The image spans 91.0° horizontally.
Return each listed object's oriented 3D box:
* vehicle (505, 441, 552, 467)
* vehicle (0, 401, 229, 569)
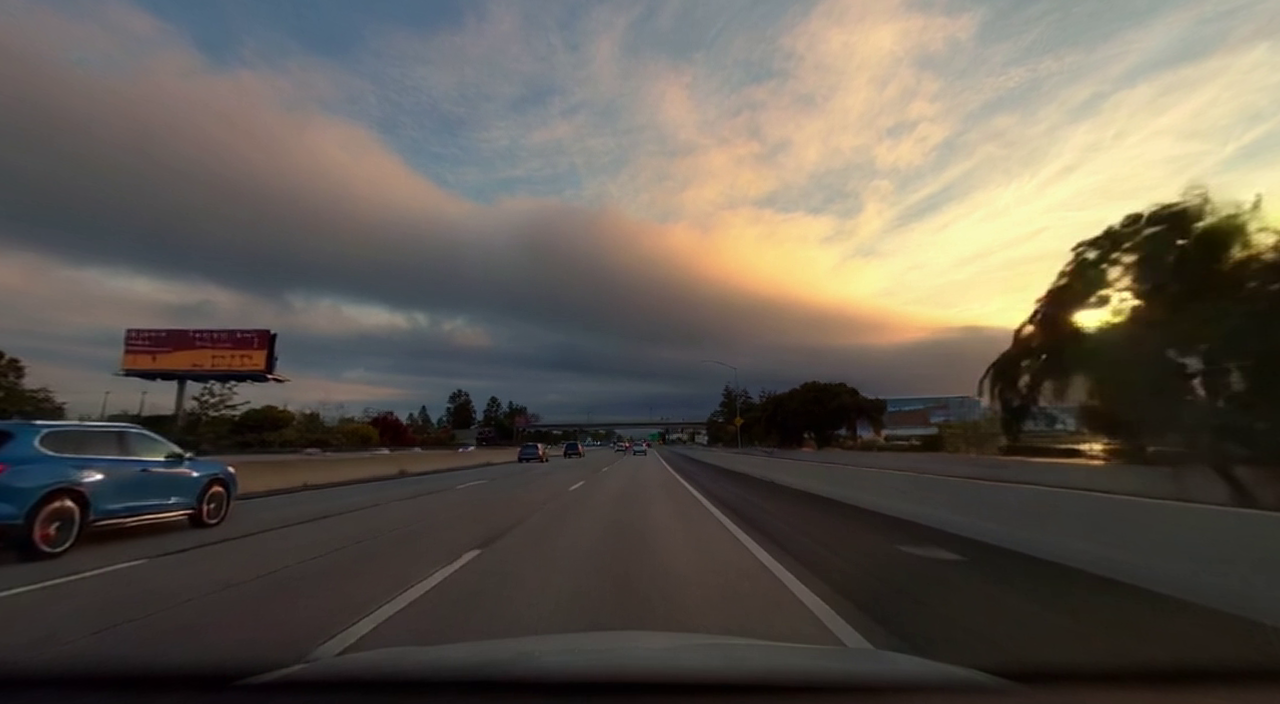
[{"bbox_3d":[-6.954,6.402,39.848,2.008,1.520,4.731,0,-9,1],"label":"vehicle"},{"bbox_3d":[-7.538,1.503,7.440,2.055,1.683,4.804,0,-9,1],"label":"vehicle"}]
